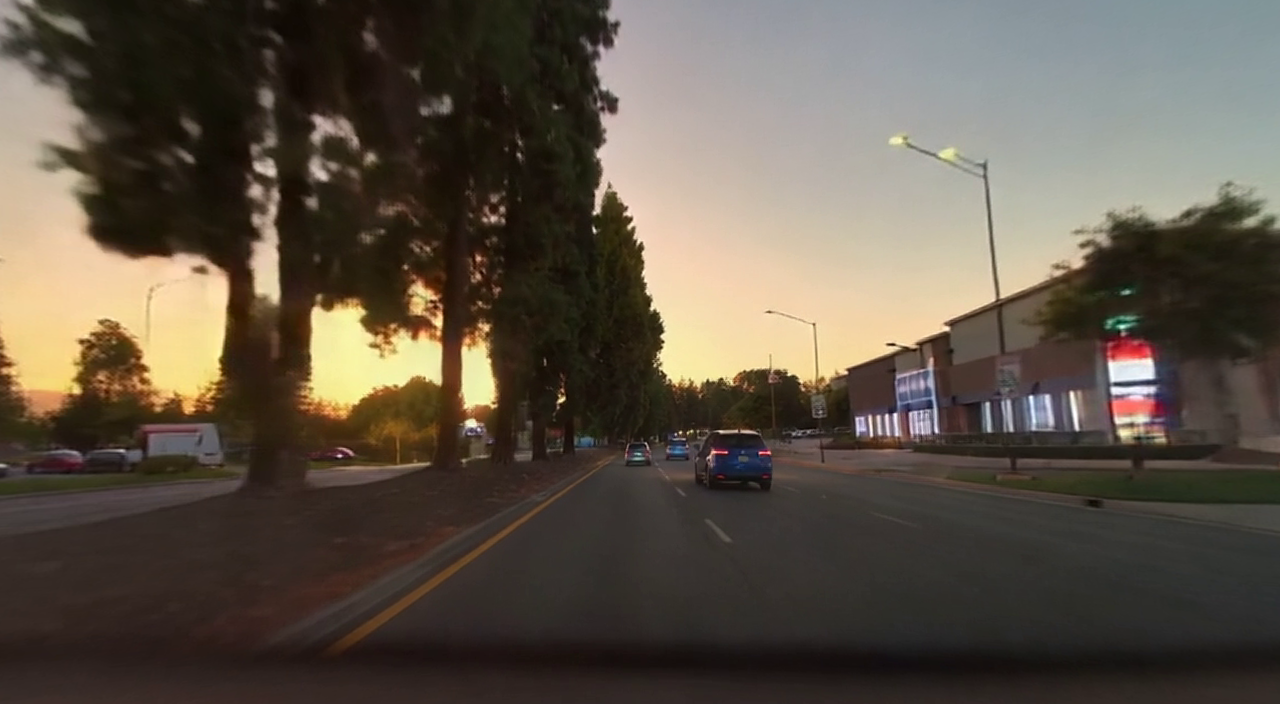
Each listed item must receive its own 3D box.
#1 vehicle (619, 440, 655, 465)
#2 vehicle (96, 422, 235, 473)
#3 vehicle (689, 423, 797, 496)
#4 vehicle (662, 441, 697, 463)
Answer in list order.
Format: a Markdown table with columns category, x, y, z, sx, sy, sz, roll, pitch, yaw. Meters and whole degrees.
| category | x | y | z | sx | sy | sz | roll | pitch | yaw |
| --- | --- | --- | --- | --- | --- | --- | --- | --- | --- |
| vehicle | -0.209 | 6.088 | 38.353 | 2.056 | 1.440 | 3.798 | 0 | -8 | -1 |
| vehicle | -27.005 | 5.432 | 36.135 | 5.905 | 2.803 | 2.261 | 0 | -8 | -2 |
| vehicle | 2.774 | 3.050 | 18.254 | 2.140 | 1.811 | 4.593 | 0 | -8 | -2 |
| vehicle | 2.558 | 6.602 | 41.757 | 1.970 | 1.402 | 3.756 | 0 | -8 | -2 |
